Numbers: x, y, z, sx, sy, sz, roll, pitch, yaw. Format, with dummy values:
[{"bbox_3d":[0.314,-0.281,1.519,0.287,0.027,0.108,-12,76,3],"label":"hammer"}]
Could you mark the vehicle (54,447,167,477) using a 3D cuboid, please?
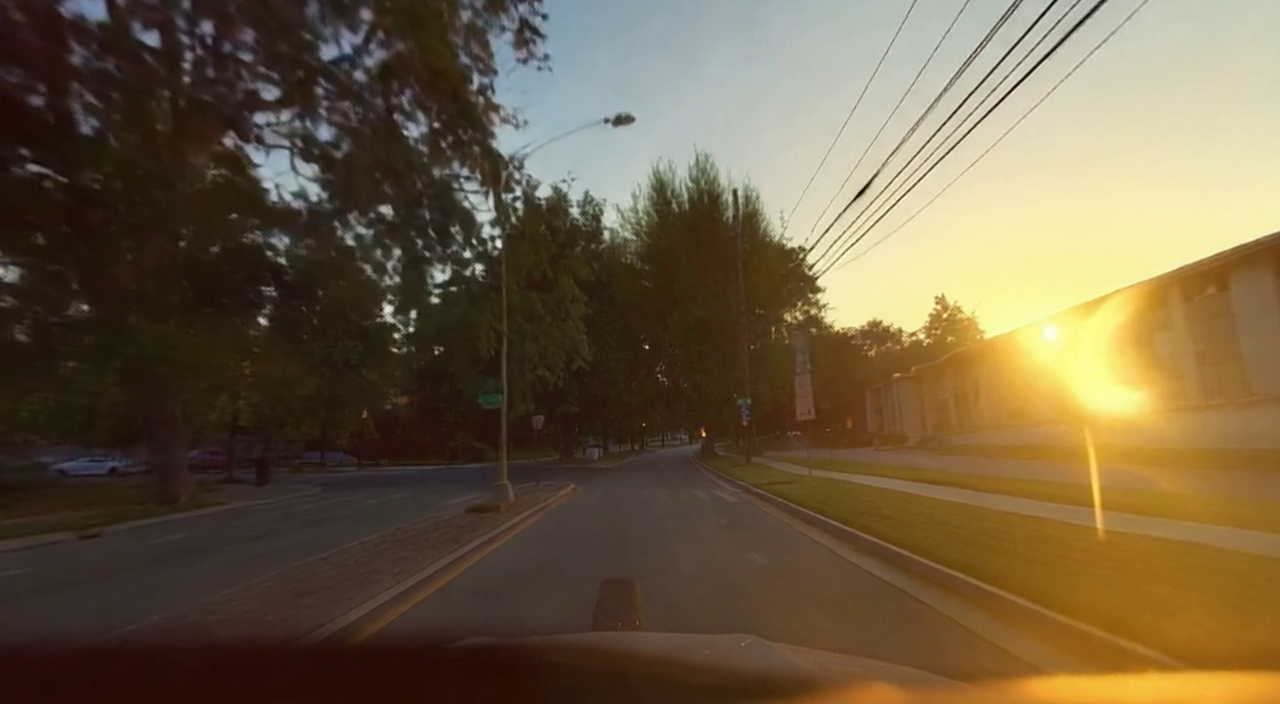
[{"bbox_3d":[-28.345,5.881,33.897,4.340,1.466,1.938,-1,-8,1],"label":"vehicle"}]
